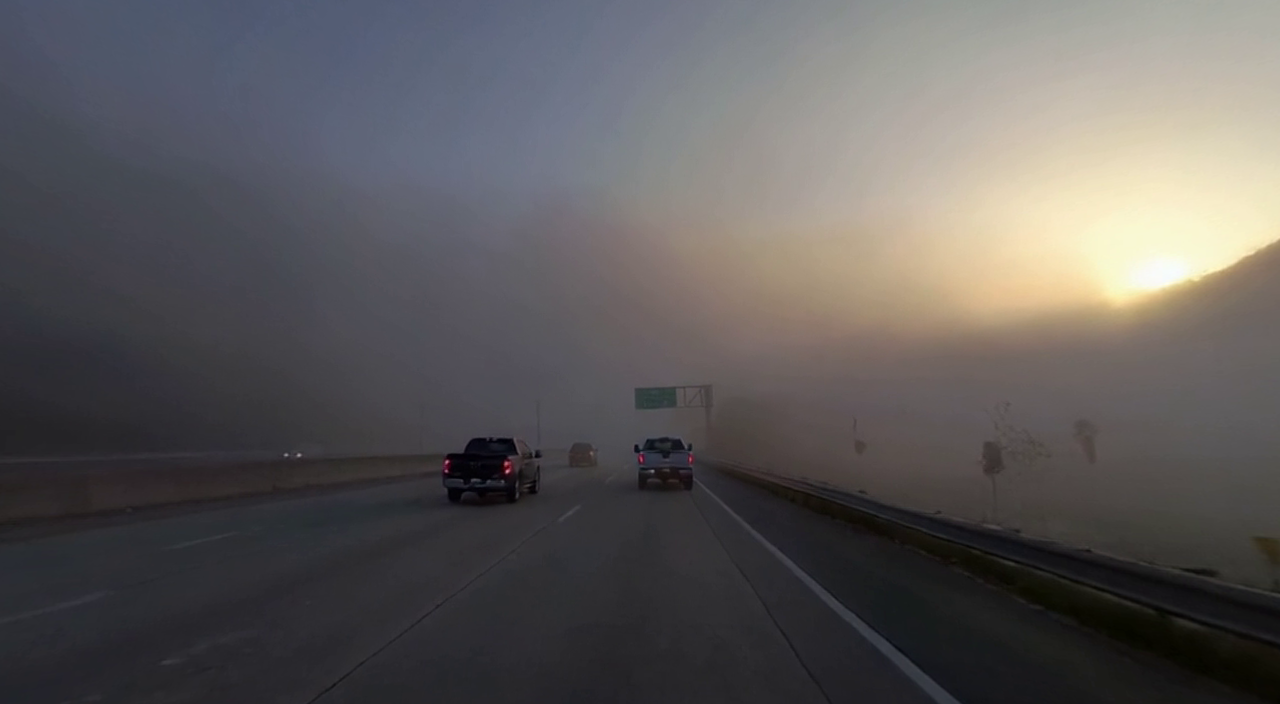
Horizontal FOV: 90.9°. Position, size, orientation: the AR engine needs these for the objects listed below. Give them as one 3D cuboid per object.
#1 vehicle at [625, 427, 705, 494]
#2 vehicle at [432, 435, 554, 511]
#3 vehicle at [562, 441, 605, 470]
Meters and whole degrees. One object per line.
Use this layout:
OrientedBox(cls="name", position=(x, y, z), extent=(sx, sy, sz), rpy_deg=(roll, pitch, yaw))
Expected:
OrientedBox(cls="vehicle", position=(0.746, 3.449, 20.421), extent=(2.229, 1.837, 5.387), rpy_deg=(-1, -9, 1))
OrientedBox(cls="vehicle", position=(-3.428, 2.906, 15.579), extent=(1.959, 1.604, 4.065), rpy_deg=(-1, -9, 1))
OrientedBox(cls="vehicle", position=(-3.314, 6.186, 37.855), extent=(2.106, 1.651, 4.040), rpy_deg=(-1, -9, 2))
